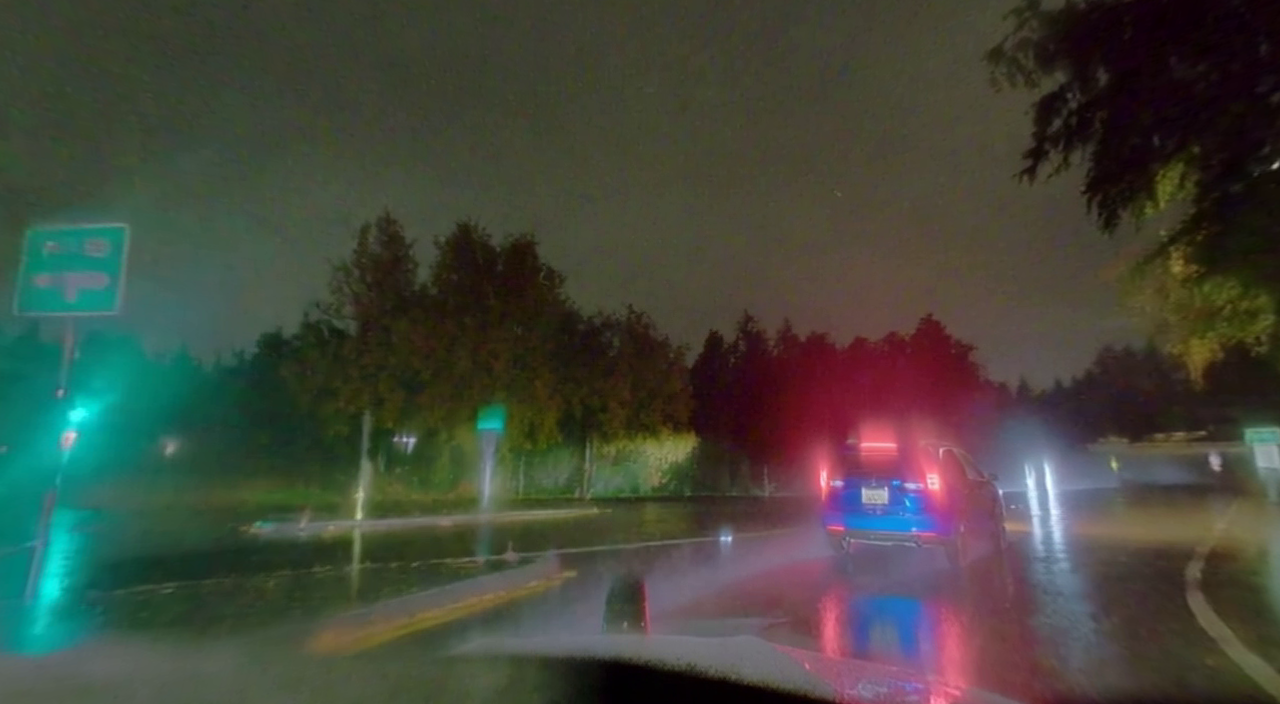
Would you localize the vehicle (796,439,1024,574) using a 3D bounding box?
[{"bbox_3d":[4.244,2.107,9.535,2.148,1.521,4.089,-6,-10,37],"label":"vehicle"}]

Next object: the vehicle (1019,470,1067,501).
[{"bbox_3d":[30.901,10.157,48.217,2.150,1.927,5.209,-8,-11,41],"label":"vehicle"}]
